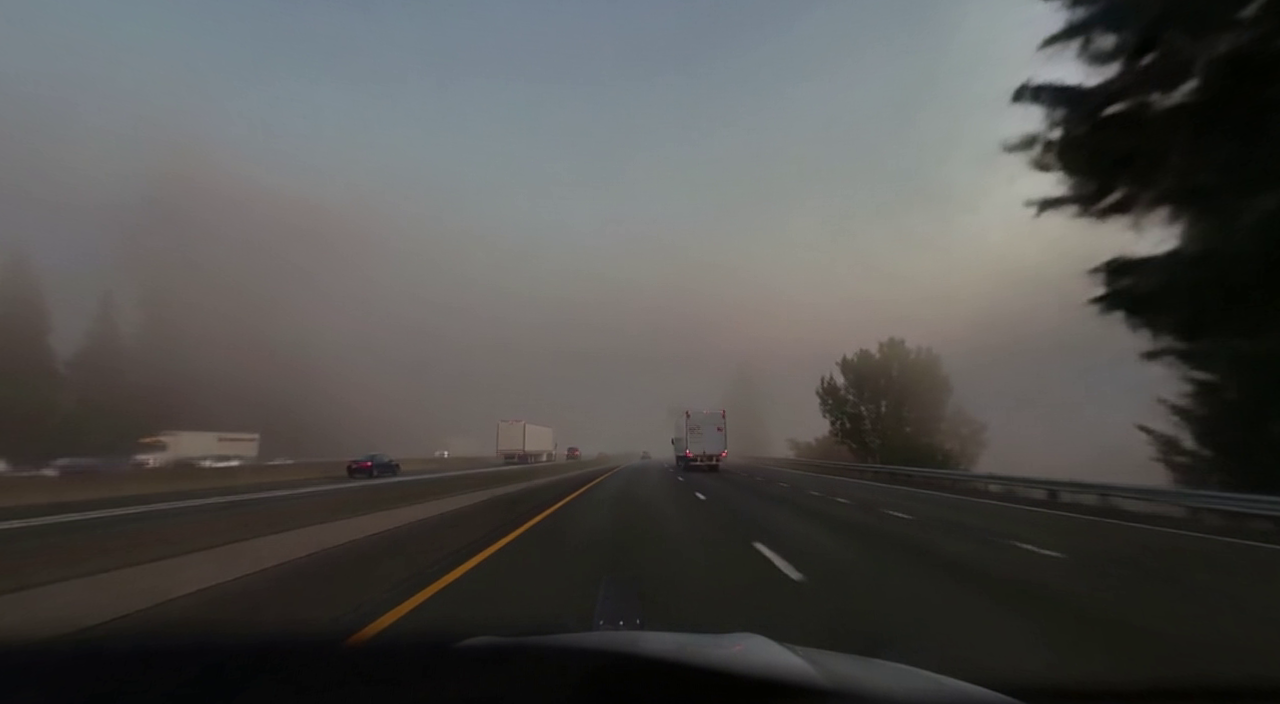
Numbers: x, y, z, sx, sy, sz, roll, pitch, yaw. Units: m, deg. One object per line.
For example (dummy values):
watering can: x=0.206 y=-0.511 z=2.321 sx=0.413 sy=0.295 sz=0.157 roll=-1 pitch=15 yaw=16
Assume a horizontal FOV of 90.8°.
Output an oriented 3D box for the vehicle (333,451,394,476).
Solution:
vehicle: x=-17.622 y=7.095 z=40.382 sx=1.833 sy=1.438 sz=4.011 roll=-1 pitch=-9 yaw=5

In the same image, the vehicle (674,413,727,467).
vehicle: x=4.442 y=6.971 z=49.170 sx=2.928 sy=3.595 sz=13.975 roll=0 pitch=-9 yaw=1

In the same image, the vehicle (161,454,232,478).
vehicle: x=-29.229 y=7.489 z=41.715 sx=1.805 sy=1.458 sz=3.709 roll=-1 pitch=-9 yaw=5
